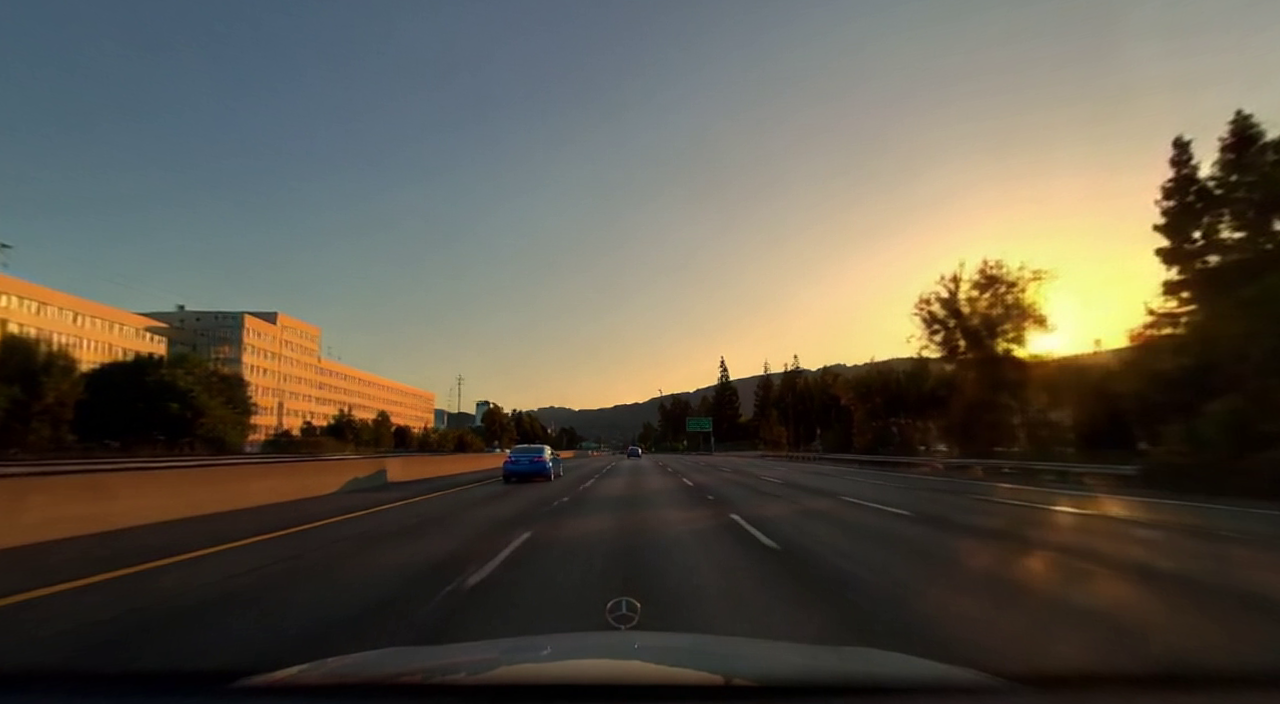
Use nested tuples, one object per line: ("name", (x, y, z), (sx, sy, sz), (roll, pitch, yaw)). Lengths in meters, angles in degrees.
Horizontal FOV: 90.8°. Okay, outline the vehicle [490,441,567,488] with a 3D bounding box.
("vehicle", (-3.843, 3.937, 22.508), (1.900, 1.492, 4.495), (0, -9, 0))
